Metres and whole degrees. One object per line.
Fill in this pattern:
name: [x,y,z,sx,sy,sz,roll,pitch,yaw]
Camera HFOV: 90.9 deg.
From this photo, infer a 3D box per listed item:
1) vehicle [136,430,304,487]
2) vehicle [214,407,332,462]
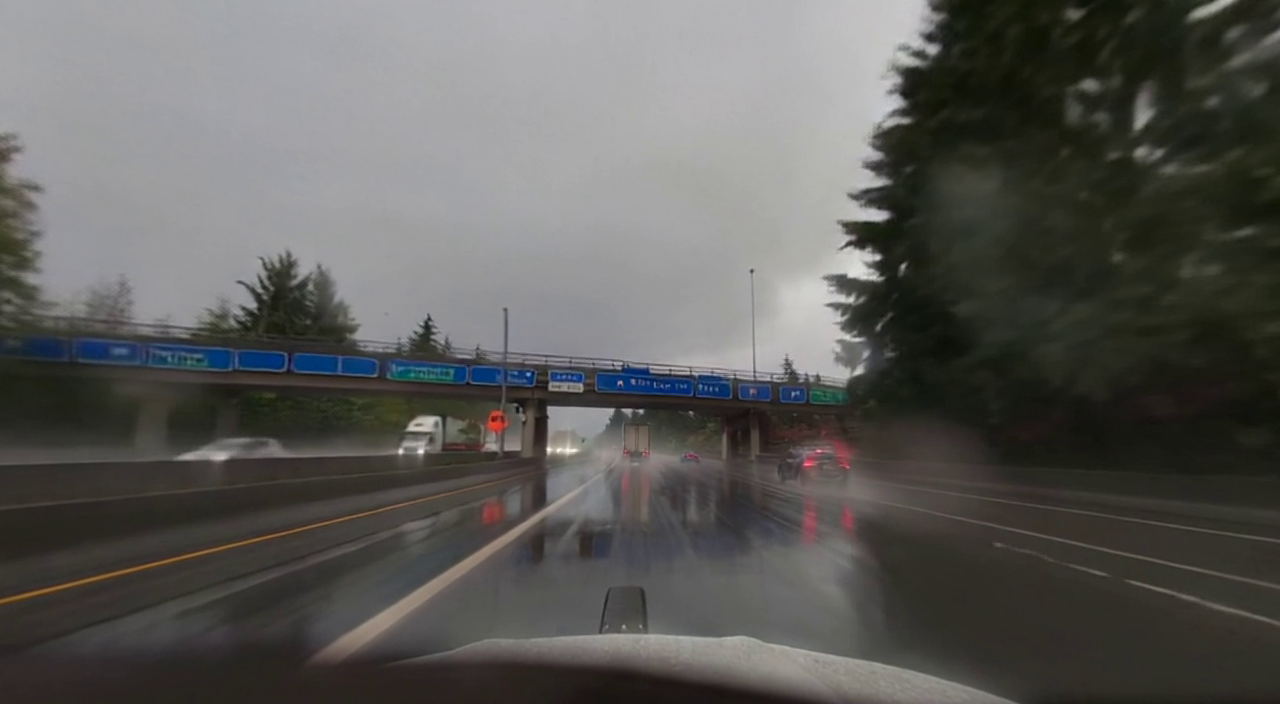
vehicle: [-12.070,3.101,18.573,1.813,1.450,4.501,0,-9,1]
vehicle: [-23.702,5.506,41.353,2.756,3.192,8.021,0,-9,0]
